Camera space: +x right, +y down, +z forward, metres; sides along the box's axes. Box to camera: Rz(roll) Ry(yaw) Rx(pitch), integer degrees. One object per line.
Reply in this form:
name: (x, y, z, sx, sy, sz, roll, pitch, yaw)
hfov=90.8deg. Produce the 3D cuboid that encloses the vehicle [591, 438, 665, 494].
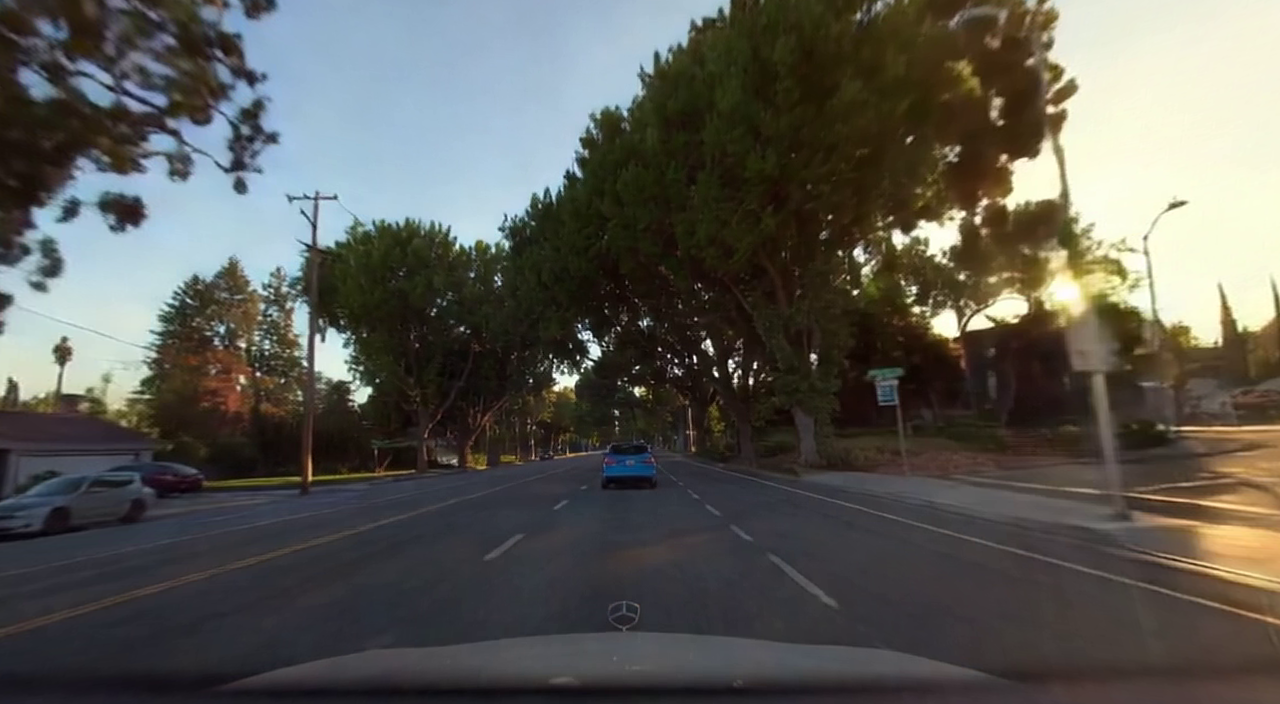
vehicle: (-0.383, 3.682, 20.752, 2.181, 1.639, 4.127, 0, -9, -1)

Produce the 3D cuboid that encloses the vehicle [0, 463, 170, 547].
vehicle: (-13.874, 3.619, 15.341, 1.900, 1.596, 4.142, -3, -9, -3)
